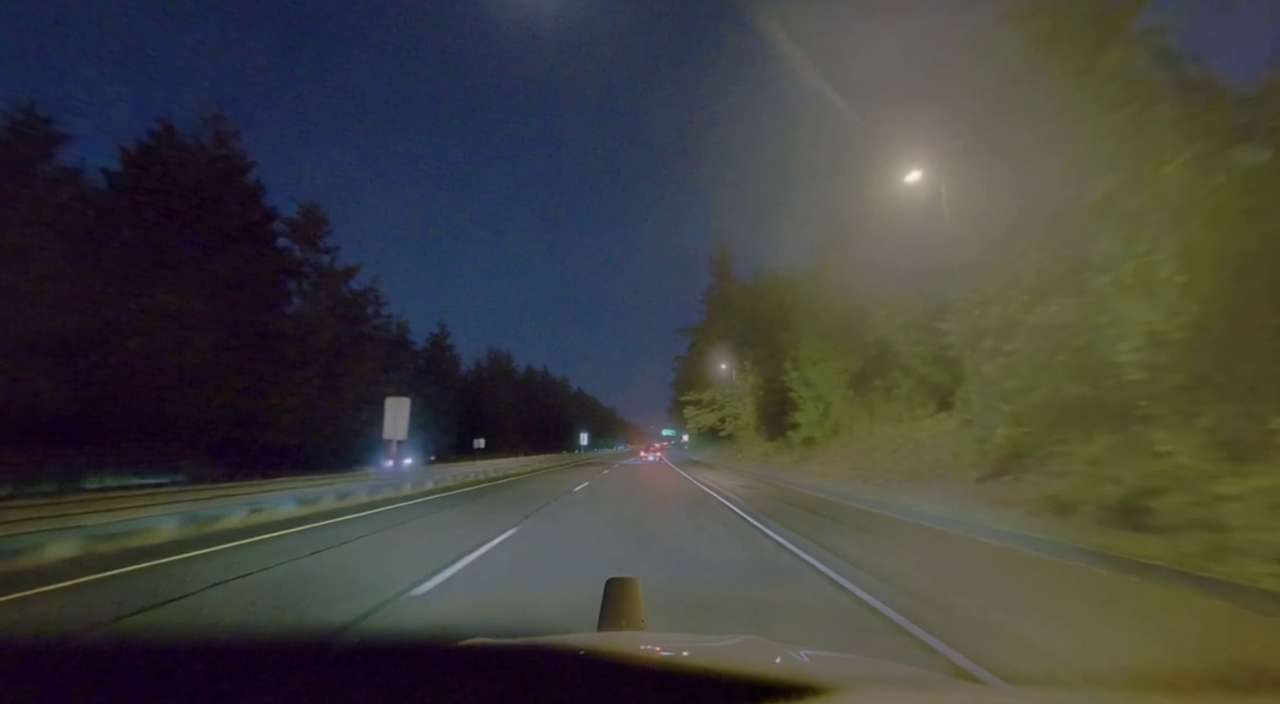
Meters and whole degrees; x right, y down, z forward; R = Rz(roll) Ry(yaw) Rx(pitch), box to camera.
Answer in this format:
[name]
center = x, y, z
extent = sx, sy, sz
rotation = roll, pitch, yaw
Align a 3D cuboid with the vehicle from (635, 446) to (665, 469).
[vehicle]
center = 0.676, 7.163, 42.785
extent = 1.934, 1.488, 3.832
rotation = 0, -9, 1
